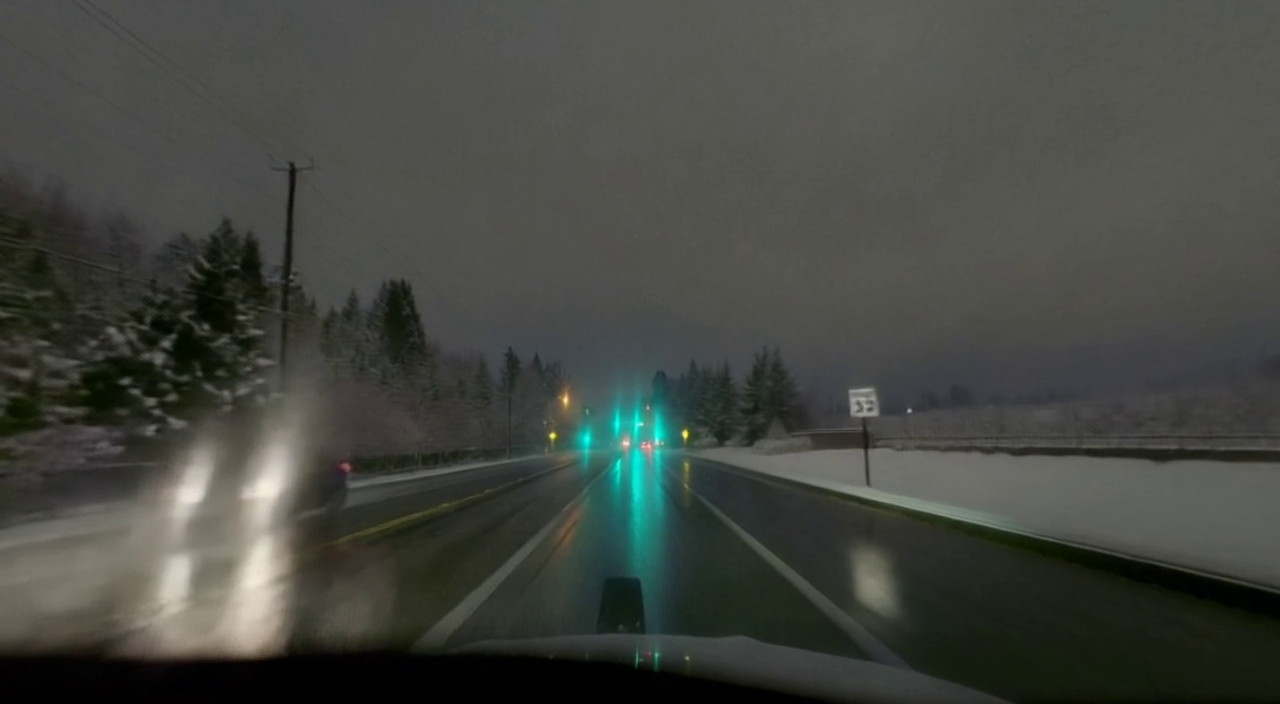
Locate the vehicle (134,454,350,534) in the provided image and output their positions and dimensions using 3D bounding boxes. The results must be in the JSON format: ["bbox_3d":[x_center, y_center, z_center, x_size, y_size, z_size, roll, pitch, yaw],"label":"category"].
[{"bbox_3d":[-8.893,3.162,14.772,2.011,1.482,4.671,0,-8,0],"label":"vehicle"}]
